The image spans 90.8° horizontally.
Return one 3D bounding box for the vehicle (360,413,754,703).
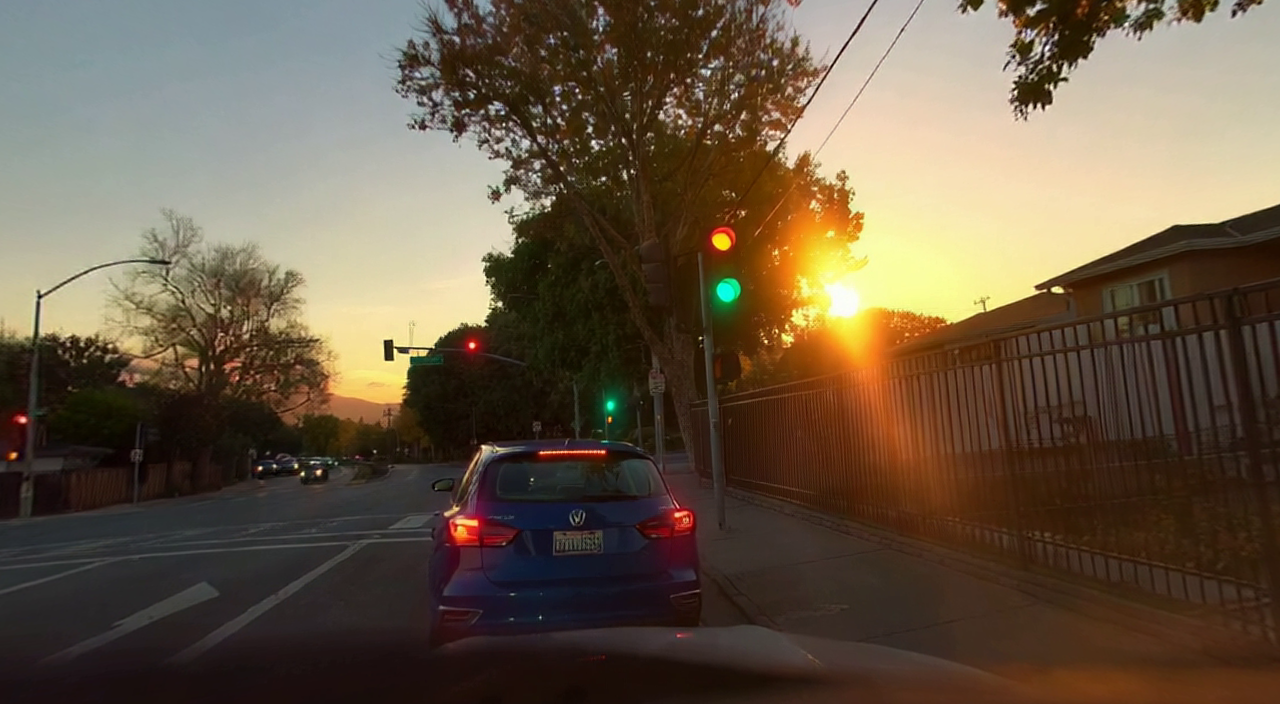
[{"bbox_3d":[-0.680,1.352,5.181,2.024,1.502,3.702,1,-9,-9],"label":"vehicle"}]
